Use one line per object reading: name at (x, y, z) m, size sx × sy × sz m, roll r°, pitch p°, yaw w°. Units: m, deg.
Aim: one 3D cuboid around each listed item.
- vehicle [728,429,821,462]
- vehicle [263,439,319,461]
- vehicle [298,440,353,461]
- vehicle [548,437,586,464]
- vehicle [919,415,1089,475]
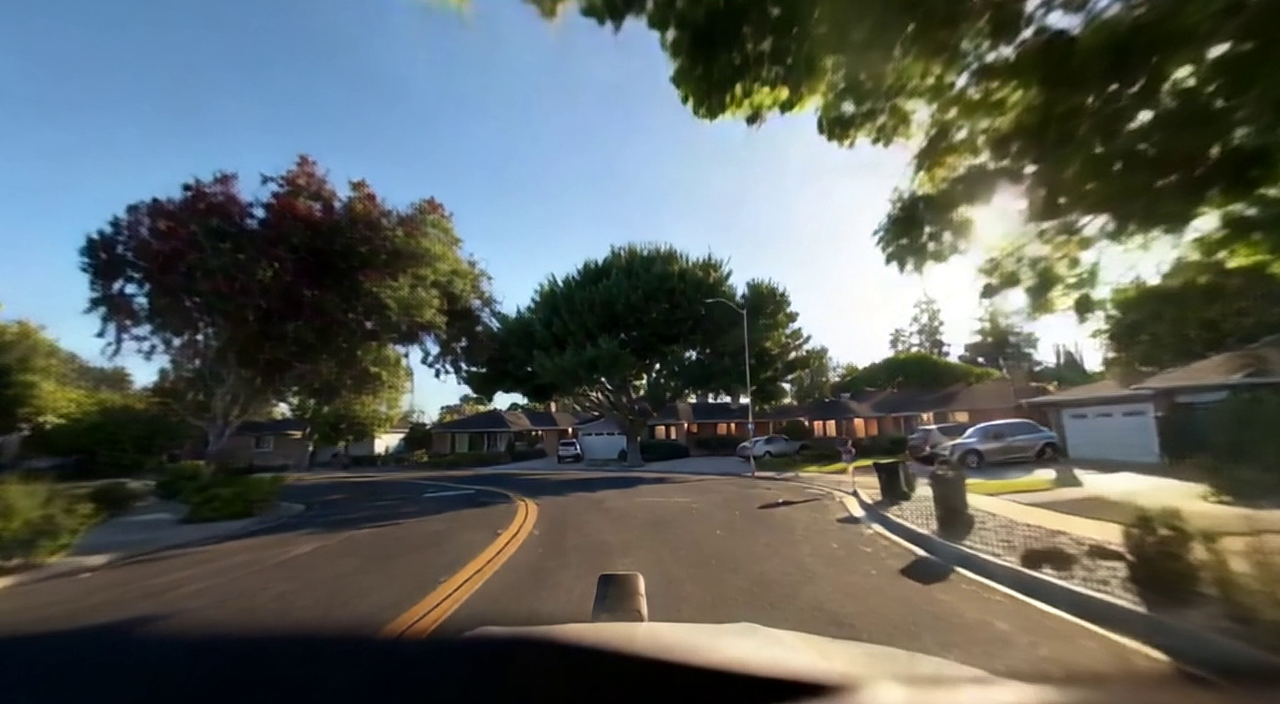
vehicle at (7.601, 5.249, 35.572) m, size 4.799 × 1.451 × 2.144 m, roll 0°, pitch -7°, yaw -31°
vehicle at (-26.521, 7.460, 48.157) m, size 2.042 × 1.633 × 4.132 m, roll 0°, pitch -8°, yaw -3°
vehicle at (-23.866, 7.480, 48.116) m, size 1.933 × 1.477 × 4.361 m, roll 0°, pitch -8°, yaw -1°
vehicle at (-4.833, 6.550, 42.456) m, size 1.819 × 1.442 × 4.329 m, roll 0°, pitch -4°, yaw 3°
vehicle at (12.017, 3.115, 21.107) m, size 4.327 × 1.573 × 1.967 m, roll -5°, pitch -9°, yaw 0°
